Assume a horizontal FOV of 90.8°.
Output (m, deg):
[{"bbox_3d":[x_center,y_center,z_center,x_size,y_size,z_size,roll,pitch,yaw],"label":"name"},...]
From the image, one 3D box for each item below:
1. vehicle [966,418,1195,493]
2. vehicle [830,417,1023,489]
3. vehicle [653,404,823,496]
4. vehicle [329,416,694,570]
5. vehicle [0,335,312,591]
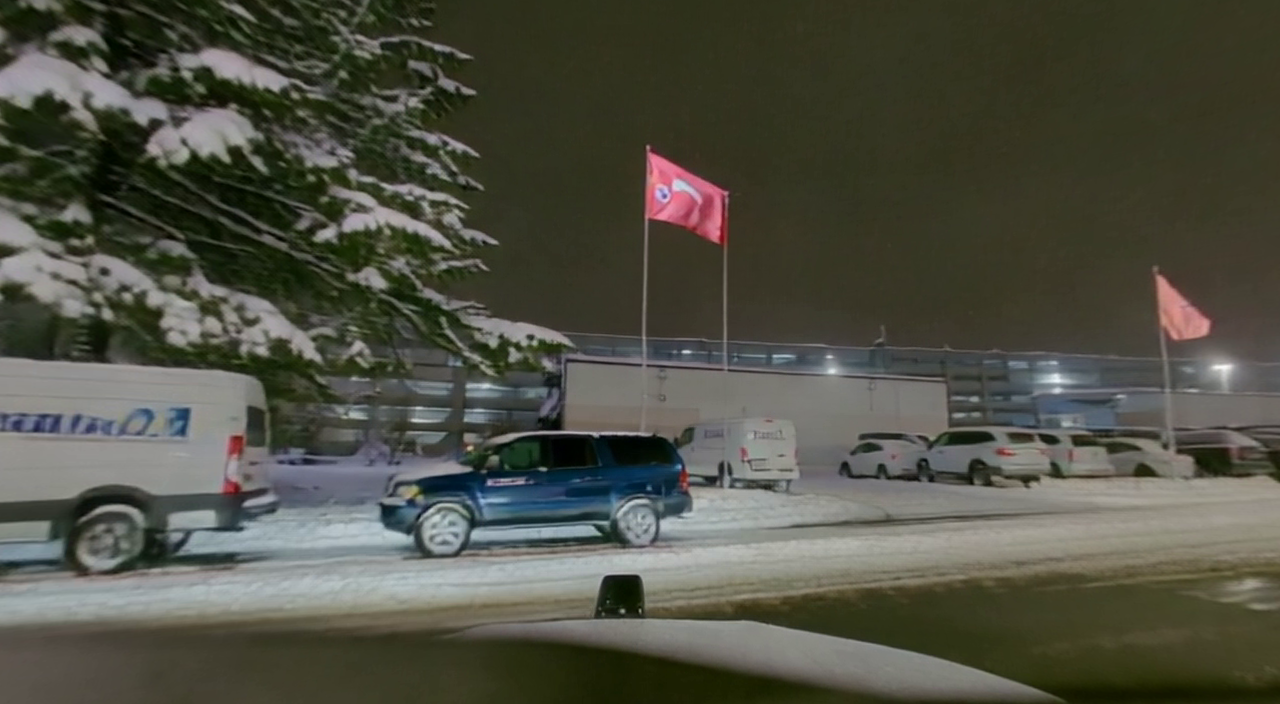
[{"bbox_3d":[15.450,3.637,22.858,2.242,2.227,6.505,1,-8,-21],"label":"vehicle"},{"bbox_3d":[9.855,3.553,22.691,2.228,2.126,6.632,1,-8,-19],"label":"vehicle"},{"bbox_3d":[2.652,2.965,19.334,2.491,2.324,5.986,3,-9,-20],"label":"vehicle"},{"bbox_3d":[-1.864,2.017,9.748,4.992,1.894,2.043,4,-8,-21],"label":"vehicle"},{"bbox_3d":[-7.614,1.328,7.858,5.899,2.757,2.257,3,-9,-21],"label":"vehicle"}]
